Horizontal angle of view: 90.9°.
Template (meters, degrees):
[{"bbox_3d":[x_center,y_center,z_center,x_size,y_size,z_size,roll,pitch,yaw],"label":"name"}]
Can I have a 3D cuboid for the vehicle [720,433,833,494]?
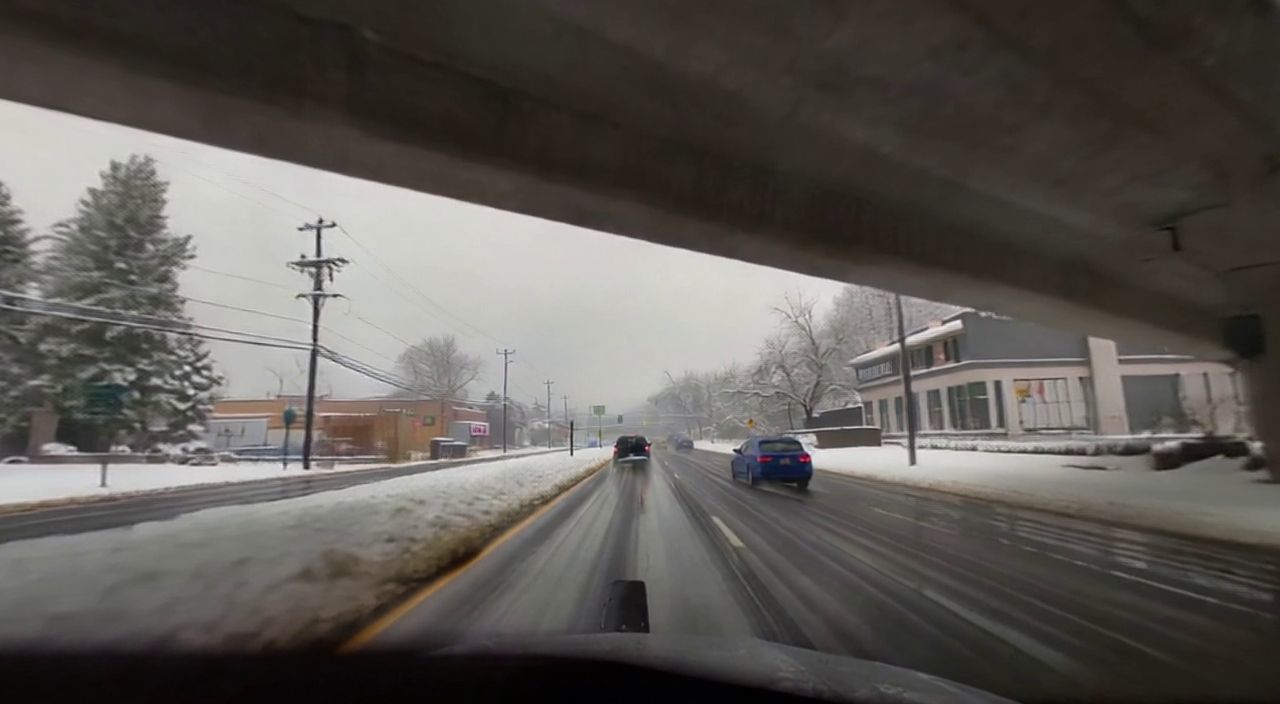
[{"bbox_3d":[3.613,3.040,17.611,1.954,1.479,4.557,0,-8,-3],"label":"vehicle"}]

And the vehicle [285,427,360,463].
[{"bbox_3d":[-24.164,7.087,48.208,4.412,2.662,2.544,2,-8,-10],"label":"vehicle"}]

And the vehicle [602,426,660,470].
[{"bbox_3d":[-0.370,4.356,28.657,2.441,1.813,4.581,0,-8,0],"label":"vehicle"}]
